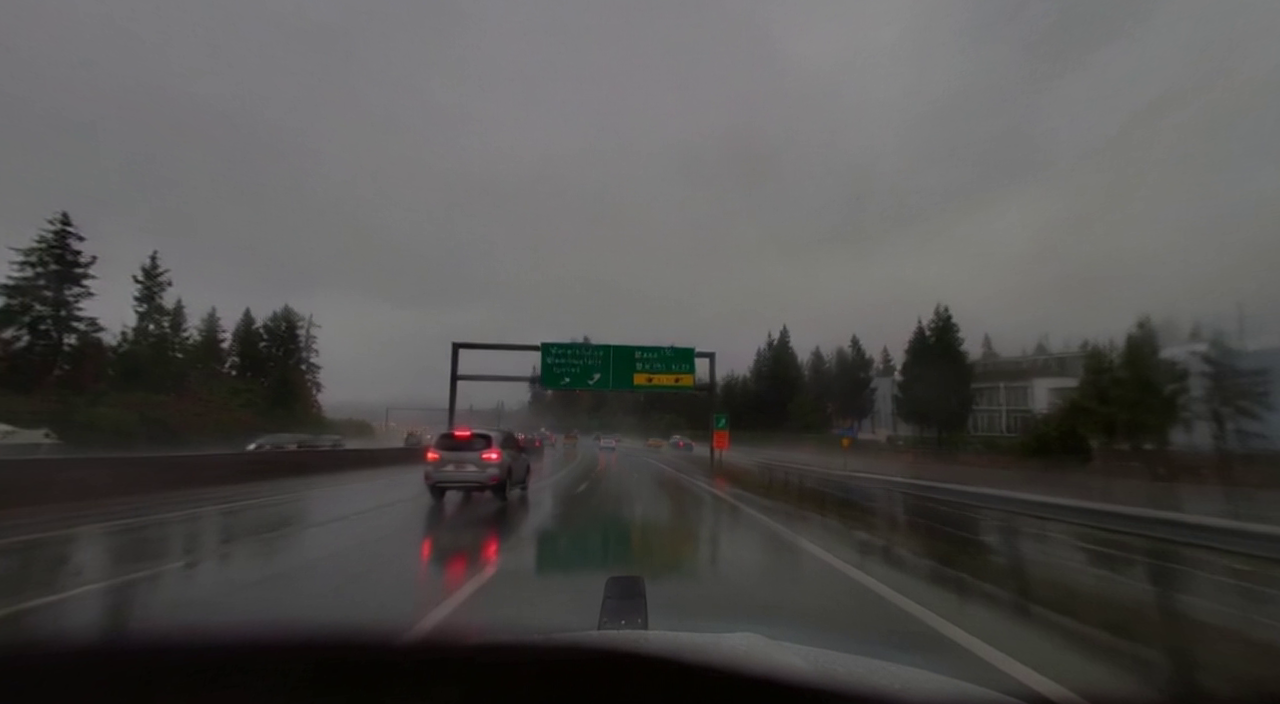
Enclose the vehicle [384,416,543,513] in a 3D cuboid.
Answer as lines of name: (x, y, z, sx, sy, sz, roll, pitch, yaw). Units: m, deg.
vehicle: (-3.681, 2.475, 14.245, 2.142, 1.789, 5.009, 0, -8, 0)
